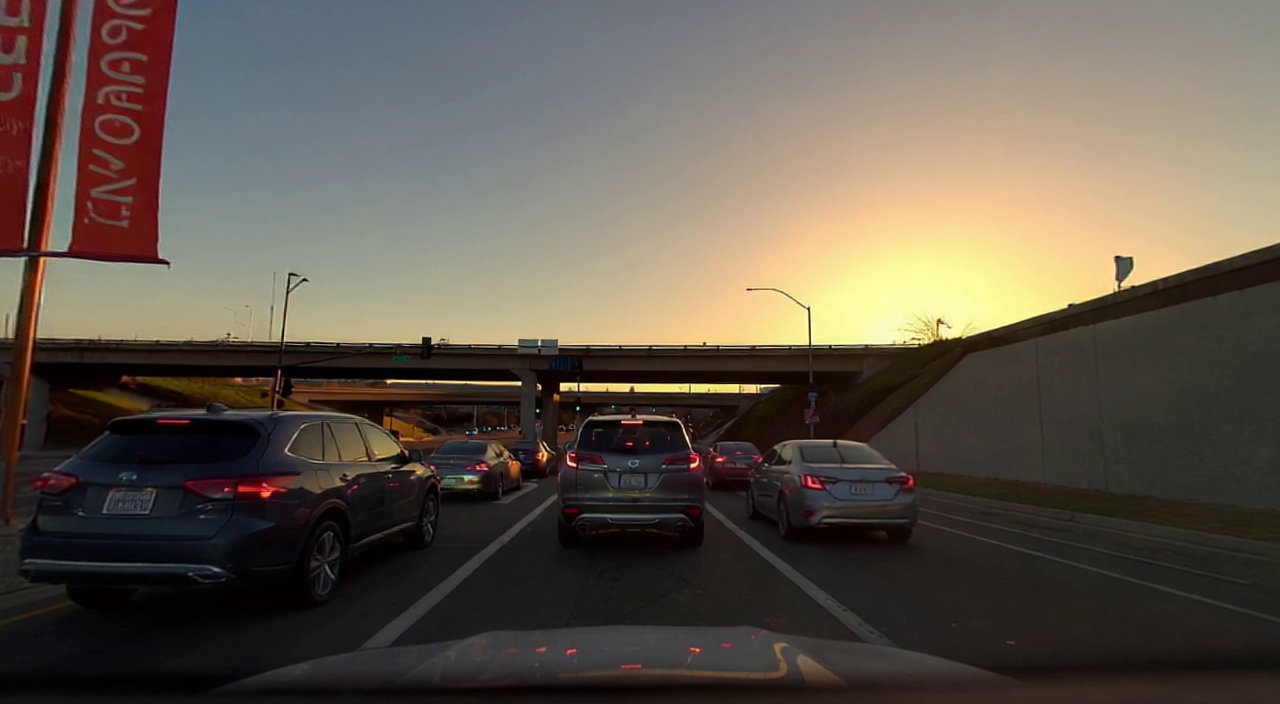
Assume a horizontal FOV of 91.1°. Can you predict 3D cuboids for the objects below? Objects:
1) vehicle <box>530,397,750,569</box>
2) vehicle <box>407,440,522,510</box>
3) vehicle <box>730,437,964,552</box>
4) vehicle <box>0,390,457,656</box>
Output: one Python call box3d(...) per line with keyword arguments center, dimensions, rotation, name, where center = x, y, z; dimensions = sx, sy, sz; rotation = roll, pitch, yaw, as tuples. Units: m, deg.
box3d(center=(-0.083, 1.770, 9.215), dimensions=(2.409, 1.864, 4.471), rotation=(0, -9, -2), name="vehicle")
box3d(center=(-4.157, 2.943, 15.441), dimensions=(1.797, 1.505, 3.506), rotation=(0, -9, 0), name="vehicle")
box3d(center=(3.063, 2.232, 10.716), dimensions=(2.228, 1.472, 4.939), rotation=(0, -9, -1), name="vehicle")
box3d(center=(-3.500, 1.425, 6.275), dimensions=(2.039, 1.709, 4.265), rotation=(0, -9, 0), name="vehicle")
